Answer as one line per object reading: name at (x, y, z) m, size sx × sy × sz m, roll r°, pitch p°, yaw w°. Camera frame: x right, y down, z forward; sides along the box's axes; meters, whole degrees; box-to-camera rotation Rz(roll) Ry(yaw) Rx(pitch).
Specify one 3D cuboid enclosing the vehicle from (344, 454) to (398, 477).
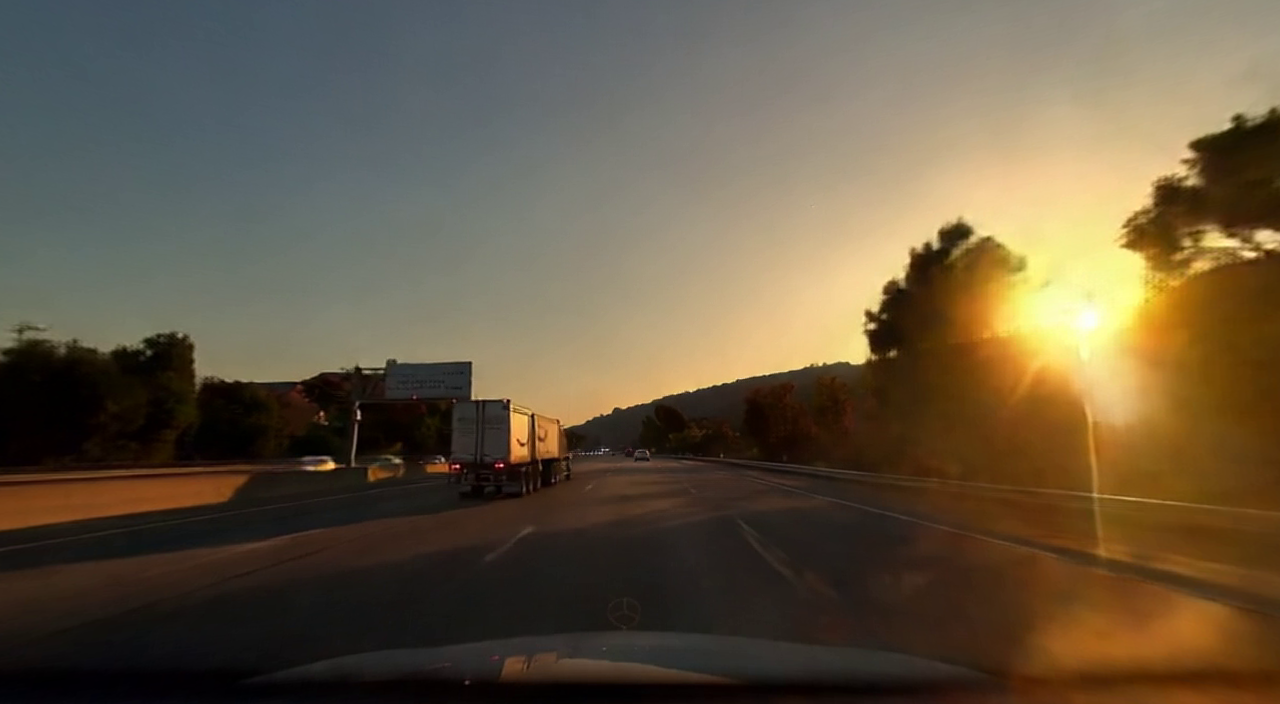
vehicle at (-18.550, 7.808, 43.735) m, size 1.839 × 1.467 × 4.317 m, roll 0°, pitch -9°, yaw 0°

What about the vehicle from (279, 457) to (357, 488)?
vehicle at (-15.757, 5.899, 31.107) m, size 1.845 × 1.354 × 3.604 m, roll -1°, pitch -9°, yaw 2°
